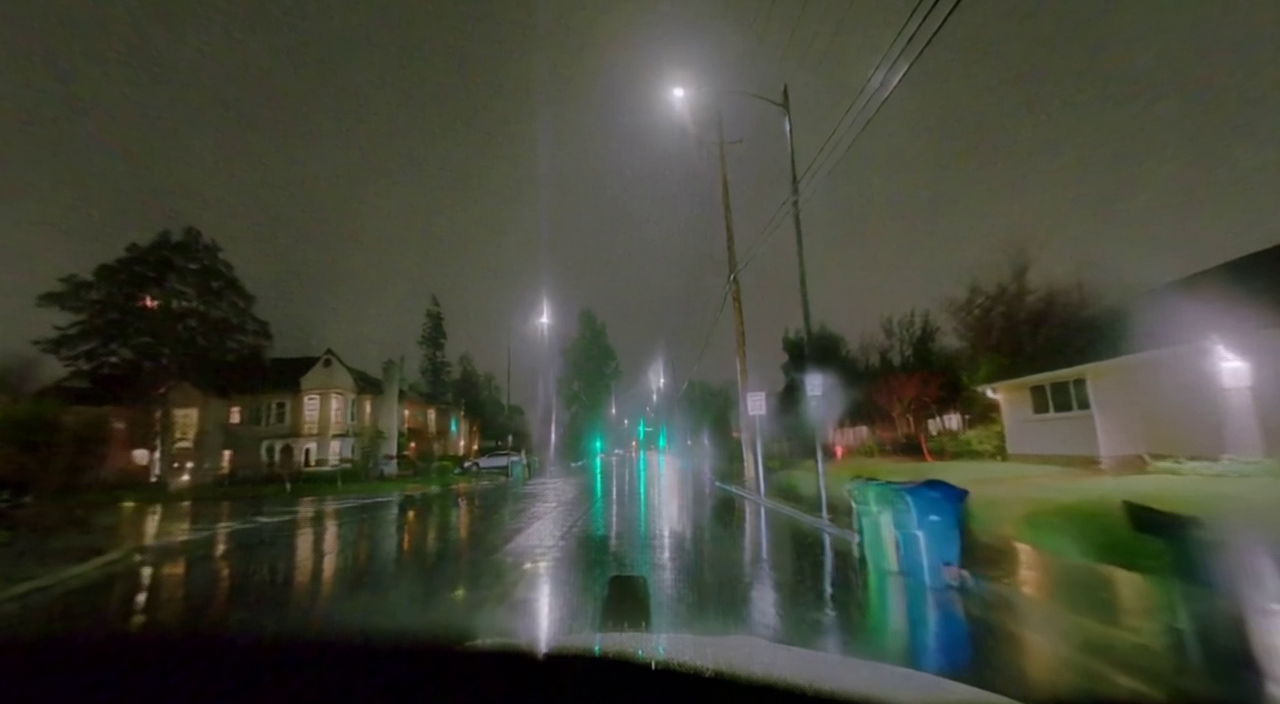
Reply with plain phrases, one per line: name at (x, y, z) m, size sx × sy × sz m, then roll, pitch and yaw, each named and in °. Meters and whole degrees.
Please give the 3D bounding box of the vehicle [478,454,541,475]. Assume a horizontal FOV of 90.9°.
vehicle at (-9.890, 8.505, 47.695) m, size 4.293 × 1.484 × 1.981 m, roll 4°, pitch -10°, yaw -22°
